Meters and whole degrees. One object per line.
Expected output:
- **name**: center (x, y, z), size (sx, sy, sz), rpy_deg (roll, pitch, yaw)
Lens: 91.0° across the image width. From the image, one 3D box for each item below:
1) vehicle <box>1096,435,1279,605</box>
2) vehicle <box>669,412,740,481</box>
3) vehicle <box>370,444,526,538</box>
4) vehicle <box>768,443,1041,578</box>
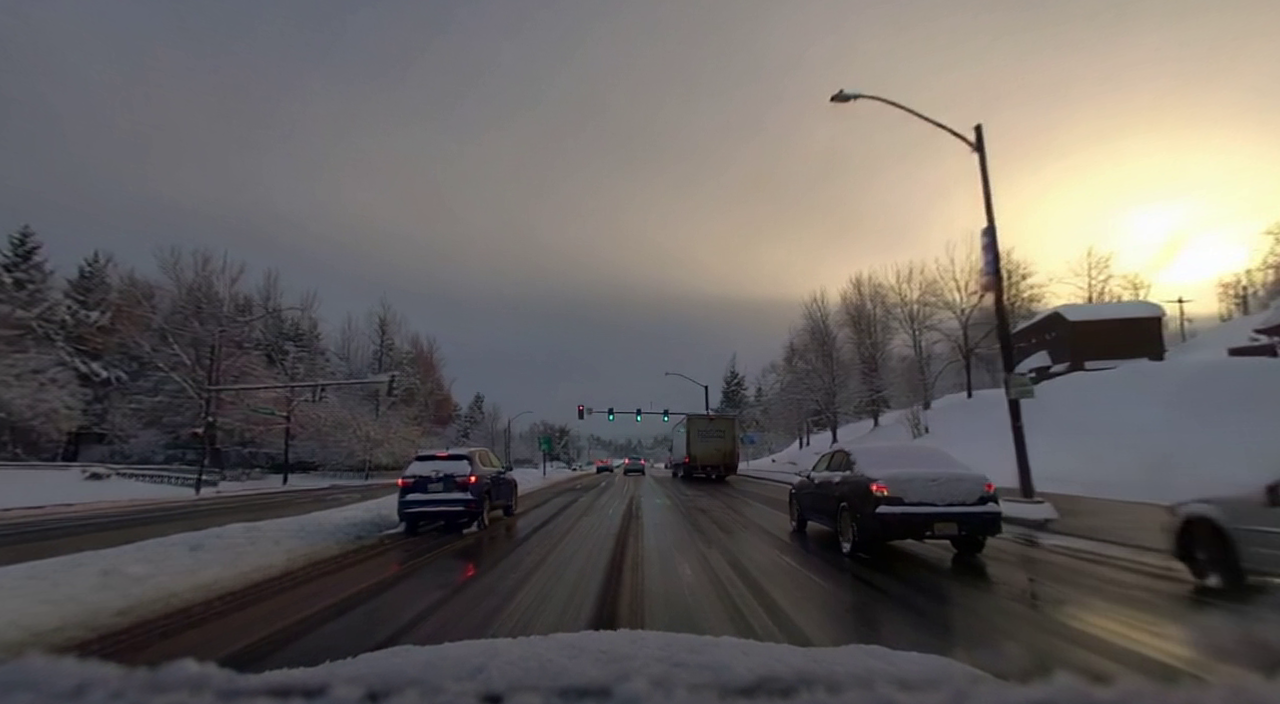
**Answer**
- **vehicle**: center (7.093, 1.558, 5.792), size (2.035, 1.595, 4.984), rpy_deg (0, -8, 0)
- **vehicle**: center (3.767, 5.940, 39.724), size (3.003, 3.680, 10.684), rpy_deg (0, -9, -2)
- **vehicle**: center (-3.635, 2.677, 12.856), size (1.751, 1.540, 4.481), rpy_deg (-1, -9, 1)
- **vehicle**: center (3.402, 2.109, 9.415), size (1.915, 1.449, 4.970), rpy_deg (0, -9, 0)
